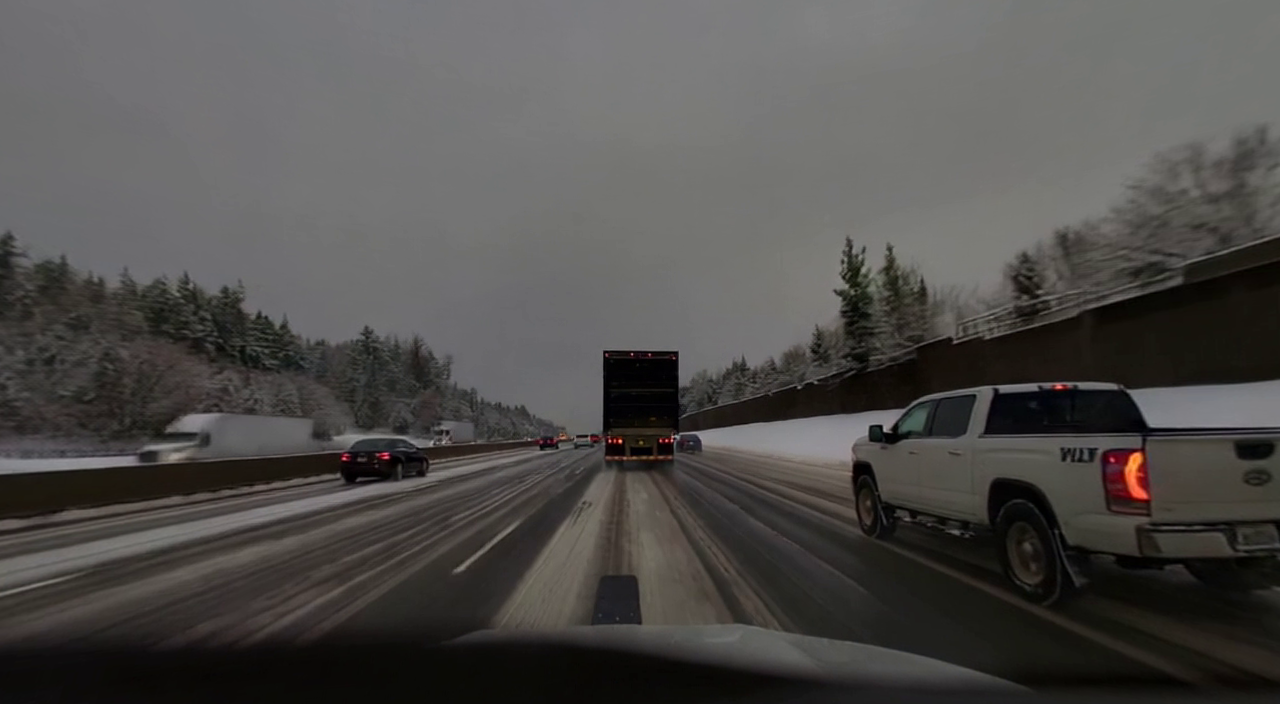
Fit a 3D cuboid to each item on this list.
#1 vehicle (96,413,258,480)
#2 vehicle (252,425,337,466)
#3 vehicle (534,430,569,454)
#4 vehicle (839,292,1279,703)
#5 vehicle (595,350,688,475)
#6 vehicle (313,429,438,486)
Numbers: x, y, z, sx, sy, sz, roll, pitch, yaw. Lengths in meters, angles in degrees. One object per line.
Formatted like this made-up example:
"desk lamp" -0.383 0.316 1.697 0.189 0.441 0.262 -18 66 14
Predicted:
"vehicle" -19.511 4.011 27.033 2.310 2.527 6.025 0 -8 0
"vehicle" -24.174 6.561 44.328 2.395 2.623 6.450 0 -8 -1
"vehicle" -6.424 6.560 46.062 2.134 1.650 4.133 0 -8 -3
"vehicle" 3.532 0.980 5.057 2.118 1.832 4.901 0 -8 -2
"vehicle" -0.244 2.584 25.043 2.904 3.915 10.473 0 -8 -3
"vehicle" -7.782 3.114 18.960 2.059 1.500 4.001 0 -8 -1
